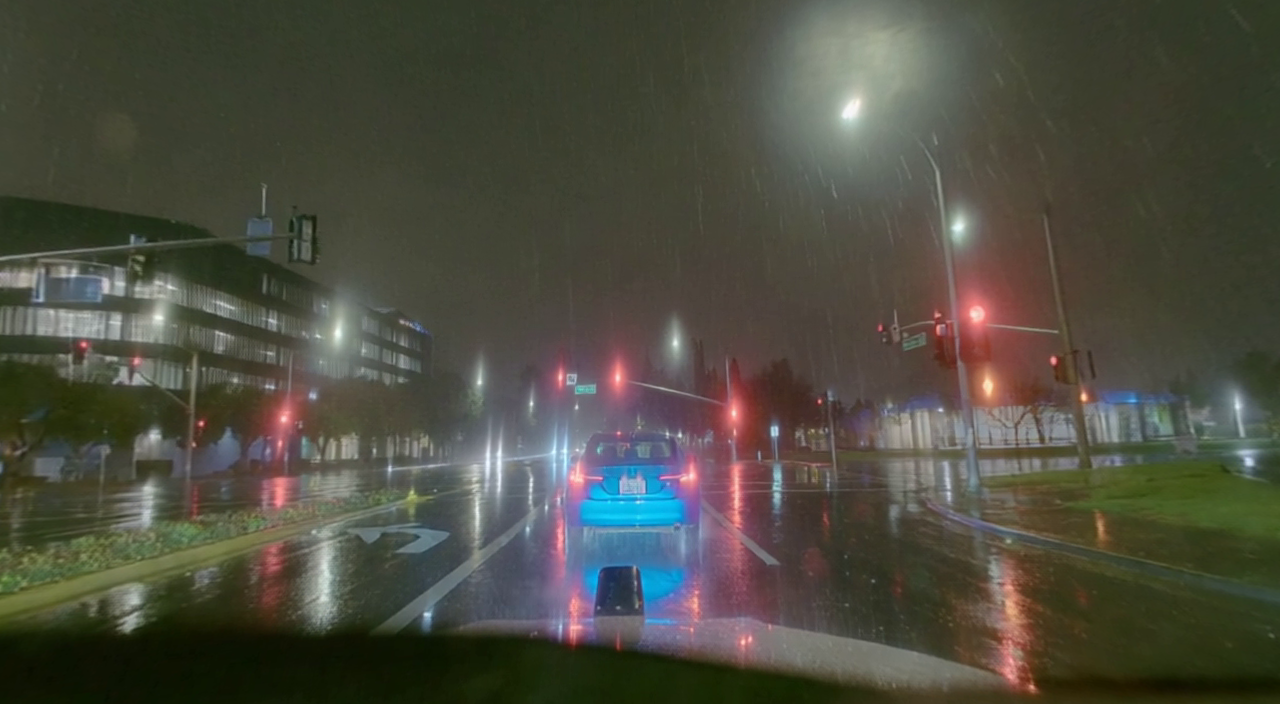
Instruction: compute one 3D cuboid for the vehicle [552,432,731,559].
[{"bbox_3d":[-0.018,1.997,9.505,2.107,1.470,3.974,0,-9,-1],"label":"vehicle"}]
